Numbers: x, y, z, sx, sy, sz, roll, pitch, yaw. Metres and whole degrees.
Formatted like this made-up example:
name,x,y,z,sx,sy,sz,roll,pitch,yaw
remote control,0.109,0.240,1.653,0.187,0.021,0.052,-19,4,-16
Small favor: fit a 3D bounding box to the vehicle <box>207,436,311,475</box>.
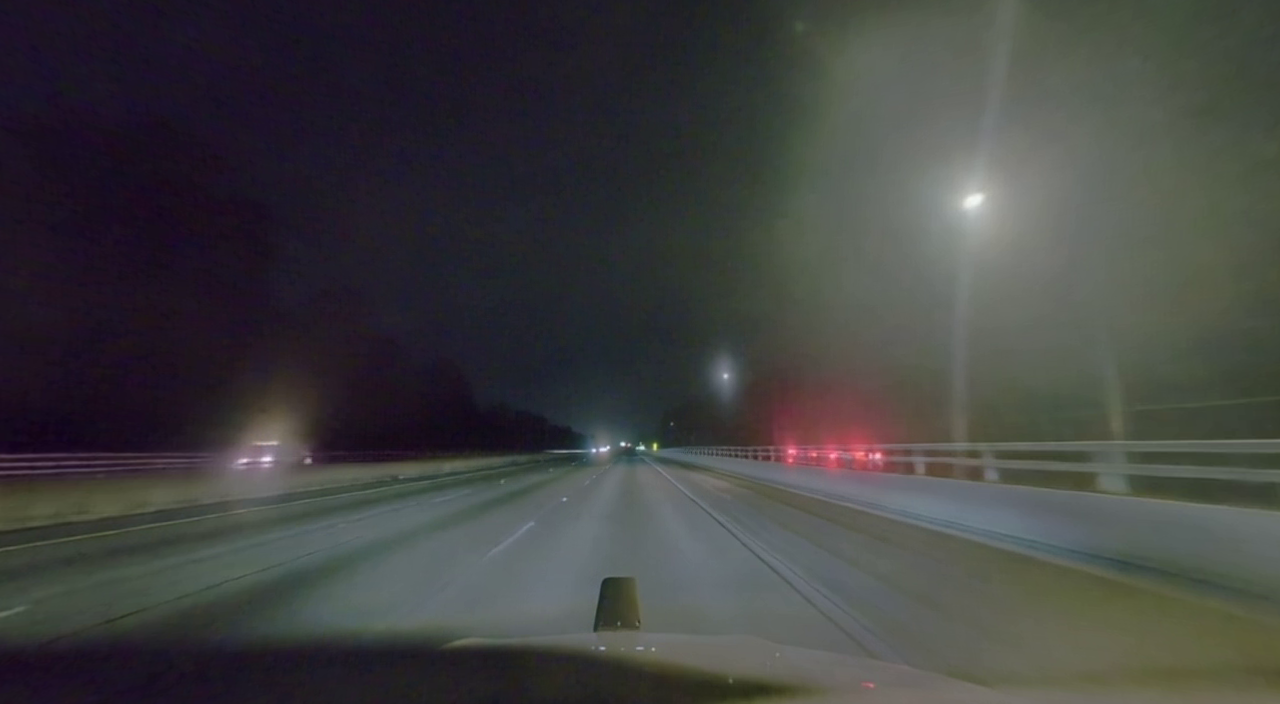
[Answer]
name,x,y,z,sx,sy,sz,roll,pitch,yaw
vehicle,-23.616,6.462,39.410,2.725,2.181,5.997,0,-9,0
